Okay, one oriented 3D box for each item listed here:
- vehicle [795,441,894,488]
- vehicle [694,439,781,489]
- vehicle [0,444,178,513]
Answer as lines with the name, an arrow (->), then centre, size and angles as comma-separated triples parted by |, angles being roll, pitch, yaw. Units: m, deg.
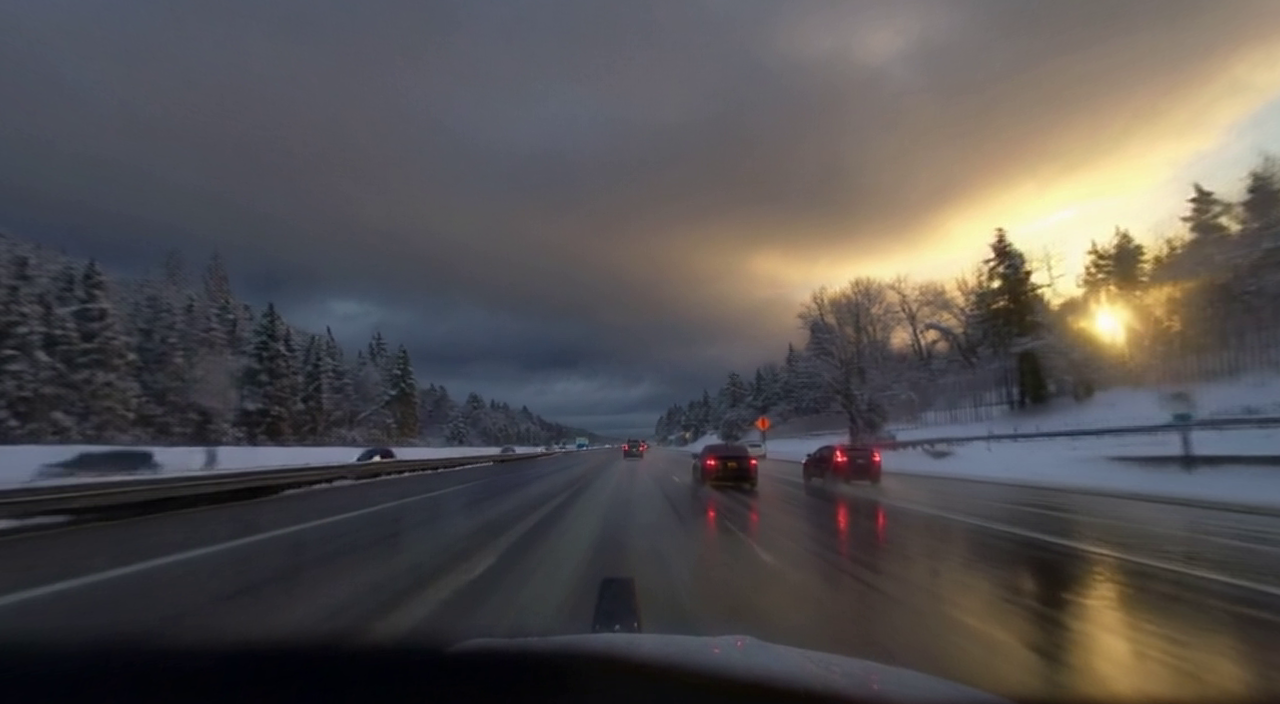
vehicle -> 7.158, 3.960, 22.657 | 1.946, 1.497, 4.467 | 0, -8, -1
vehicle -> 3.149, 3.736, 21.465 | 2.076, 1.472, 4.562 | 0, -8, -2
vehicle -> -16.075, 3.495, 18.156 | 1.923, 1.600, 4.960 | 1, -8, -1
